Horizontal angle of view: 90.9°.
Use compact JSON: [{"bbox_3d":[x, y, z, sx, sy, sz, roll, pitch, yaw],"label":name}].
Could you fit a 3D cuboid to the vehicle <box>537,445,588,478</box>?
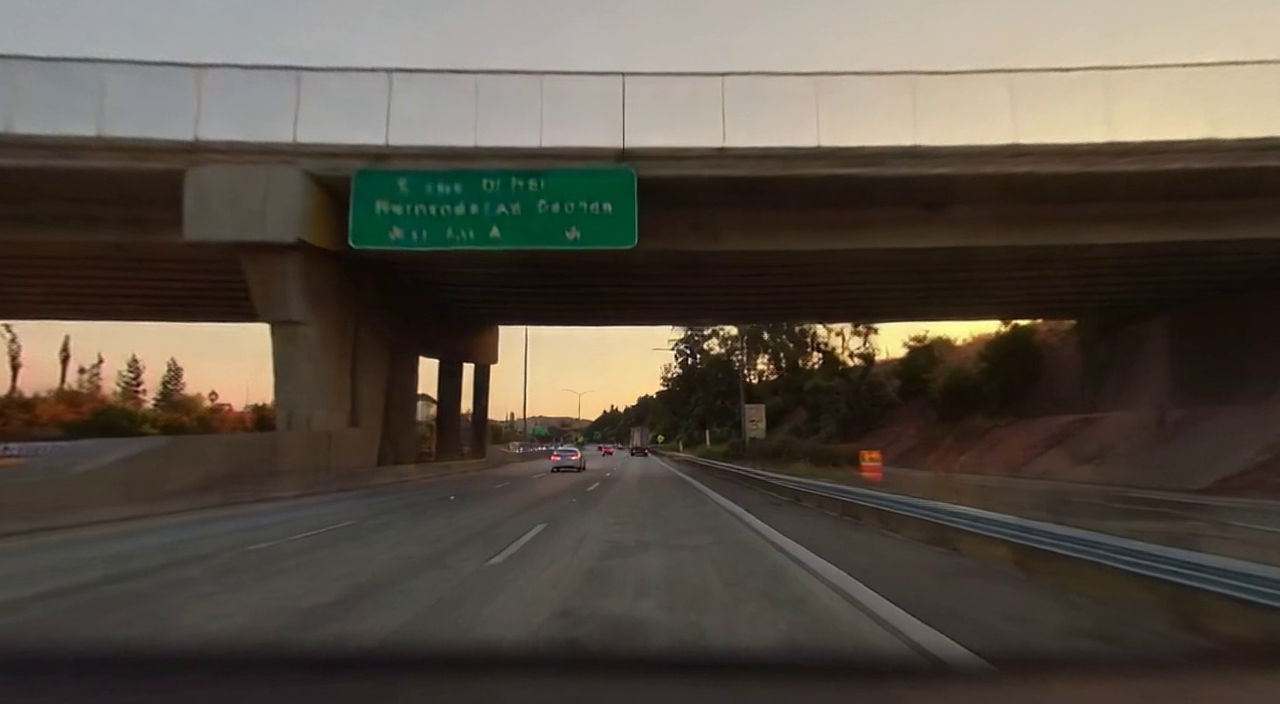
[{"bbox_3d":[-3.863,5.544,32.177,2.070,1.564,4.145,0,-9,0],"label":"vehicle"}]
